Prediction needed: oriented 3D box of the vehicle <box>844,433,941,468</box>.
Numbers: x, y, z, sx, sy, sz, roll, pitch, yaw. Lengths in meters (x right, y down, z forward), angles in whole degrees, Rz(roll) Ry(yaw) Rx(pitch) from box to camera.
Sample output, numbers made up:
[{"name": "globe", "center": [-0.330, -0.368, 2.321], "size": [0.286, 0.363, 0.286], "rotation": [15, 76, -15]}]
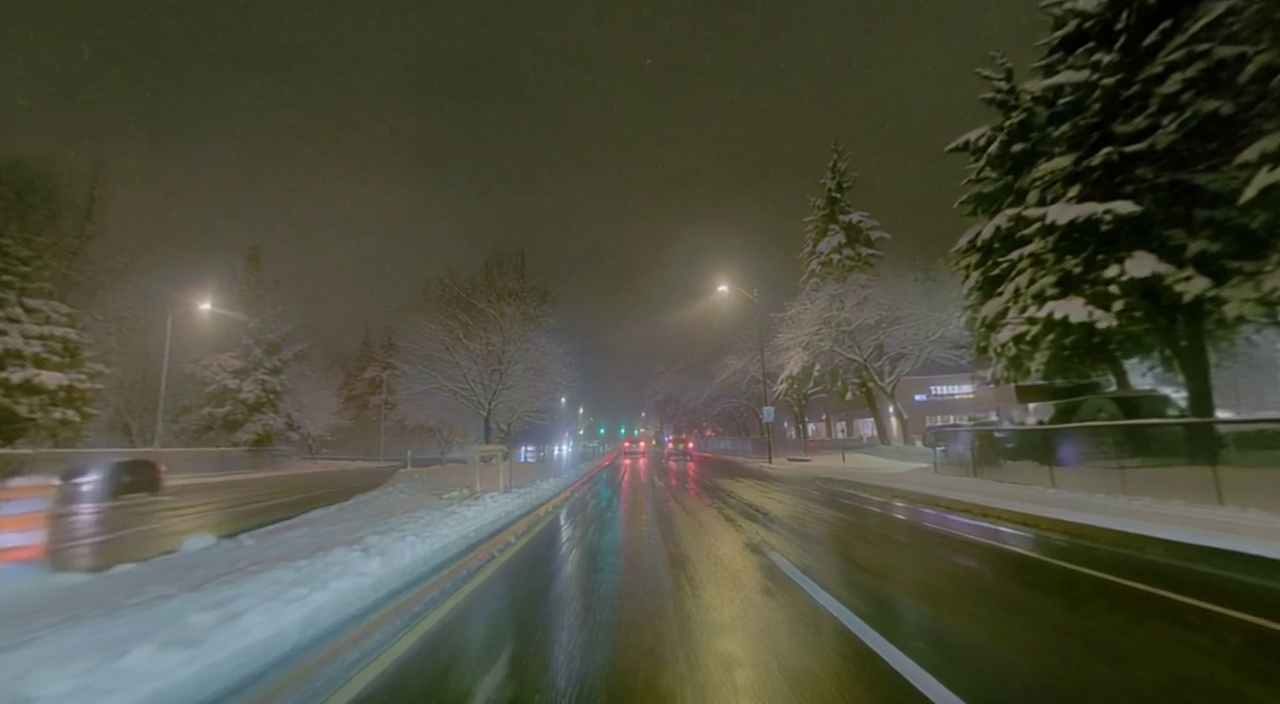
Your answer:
[{"name": "vehicle", "center": [12.260, 4.776, 30.924], "size": [1.948, 1.466, 4.520], "rotation": [-1, -7, -16]}]

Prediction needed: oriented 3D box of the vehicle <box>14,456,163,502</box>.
[{"name": "vehicle", "center": [-20.733, 4.746, 23.978], "size": [1.794, 1.463, 4.332], "rotation": [0, -8, -1]}]

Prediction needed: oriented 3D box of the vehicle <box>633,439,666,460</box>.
[{"name": "vehicle", "center": [0.766, 7.326, 47.643], "size": [1.974, 1.490, 4.231], "rotation": [-1, -8, 8]}]

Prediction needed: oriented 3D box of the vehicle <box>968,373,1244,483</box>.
[{"name": "vehicle", "center": [15.523, 2.615, 21.504], "size": [6.641, 3.391, 3.387], "rotation": [0, -8, -3]}]
